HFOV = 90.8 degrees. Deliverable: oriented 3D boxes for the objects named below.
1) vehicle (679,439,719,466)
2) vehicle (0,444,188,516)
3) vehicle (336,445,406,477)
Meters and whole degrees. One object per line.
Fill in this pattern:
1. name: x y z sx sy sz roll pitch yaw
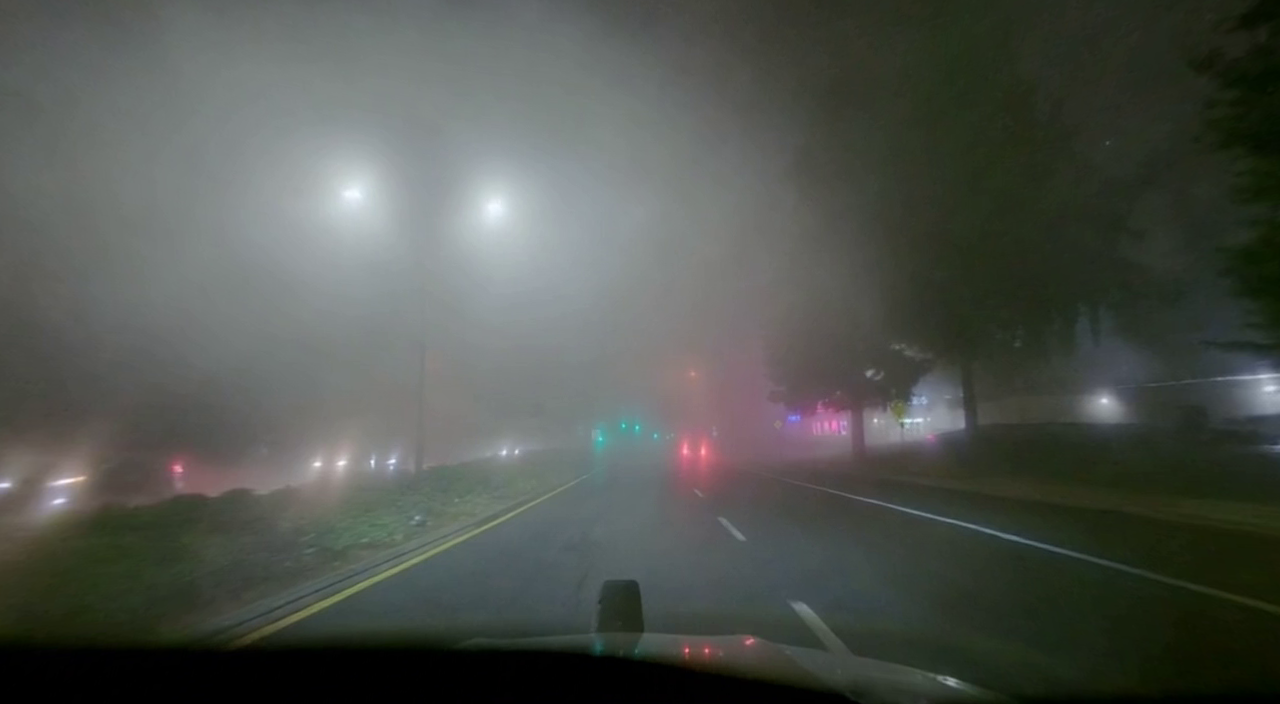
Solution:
1. vehicle: 3.567 6.162 38.966 1.961 1.580 4.020 0 -8 -2
2. vehicle: -14.066 3.143 16.134 1.876 1.573 4.392 0 -8 -2
3. vehicle: -14.353 5.795 34.009 1.962 1.574 4.612 0 -8 -3
